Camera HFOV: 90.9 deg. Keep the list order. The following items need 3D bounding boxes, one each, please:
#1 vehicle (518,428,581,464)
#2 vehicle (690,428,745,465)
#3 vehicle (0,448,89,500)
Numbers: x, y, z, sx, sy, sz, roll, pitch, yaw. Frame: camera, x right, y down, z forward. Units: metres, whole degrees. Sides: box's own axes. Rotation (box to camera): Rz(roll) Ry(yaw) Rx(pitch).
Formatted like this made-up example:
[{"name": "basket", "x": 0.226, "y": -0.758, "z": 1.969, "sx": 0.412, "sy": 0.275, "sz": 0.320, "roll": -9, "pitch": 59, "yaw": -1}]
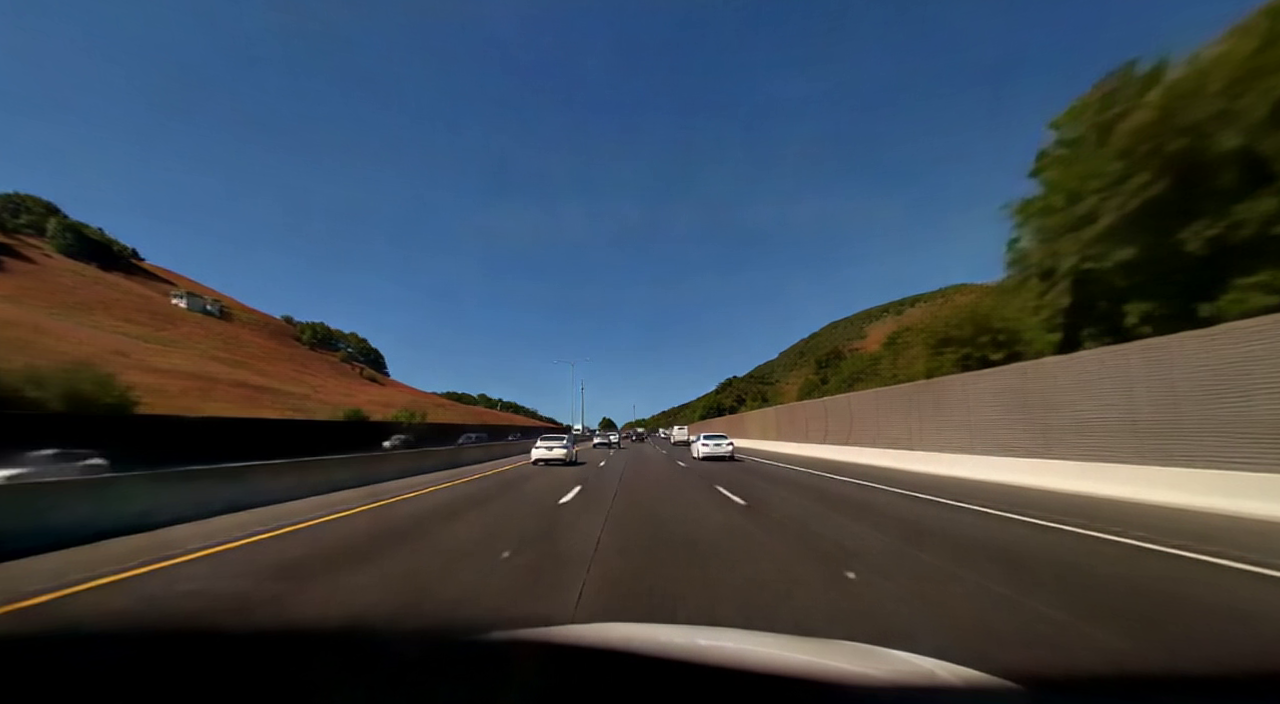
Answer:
[{"name": "vehicle", "x": -3.906, "y": 4.151, "z": 28.057, "sx": 2.204, "sy": 1.486, "sz": 4.121, "roll": 0, "pitch": -8, "yaw": 0}, {"name": "vehicle", "x": 3.289, "y": 4.067, "z": 27.373, "sx": 1.806, "sy": 1.469, "sz": 3.681, "roll": 0, "pitch": -8, "yaw": -1}, {"name": "vehicle", "x": -19.347, "y": 3.682, "z": 19.232, "sx": 1.754, "sy": 1.429, "sz": 3.677, "roll": 0, "pitch": -8, "yaw": -1}]
